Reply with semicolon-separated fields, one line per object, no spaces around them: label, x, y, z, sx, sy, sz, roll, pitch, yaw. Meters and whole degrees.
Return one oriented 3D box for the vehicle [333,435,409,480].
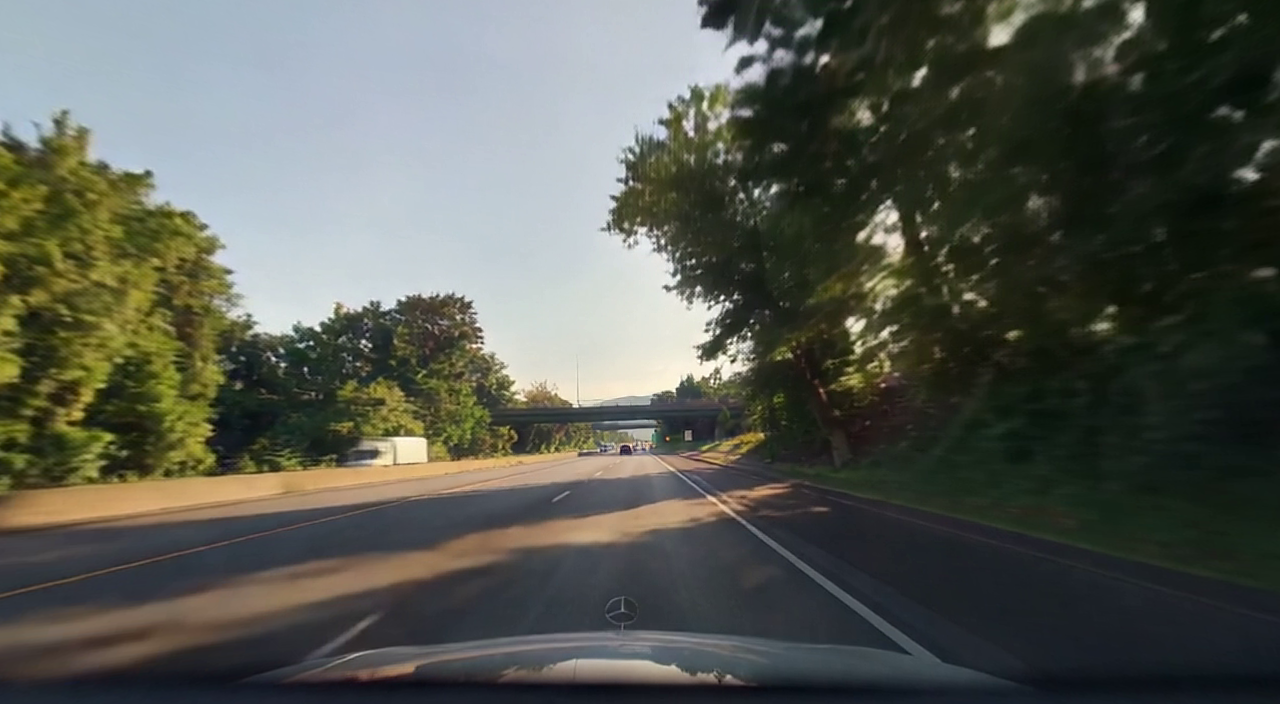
vehicle;-17.012;6.667;40.282;2.243;2.618;5.756;0;-9;0
